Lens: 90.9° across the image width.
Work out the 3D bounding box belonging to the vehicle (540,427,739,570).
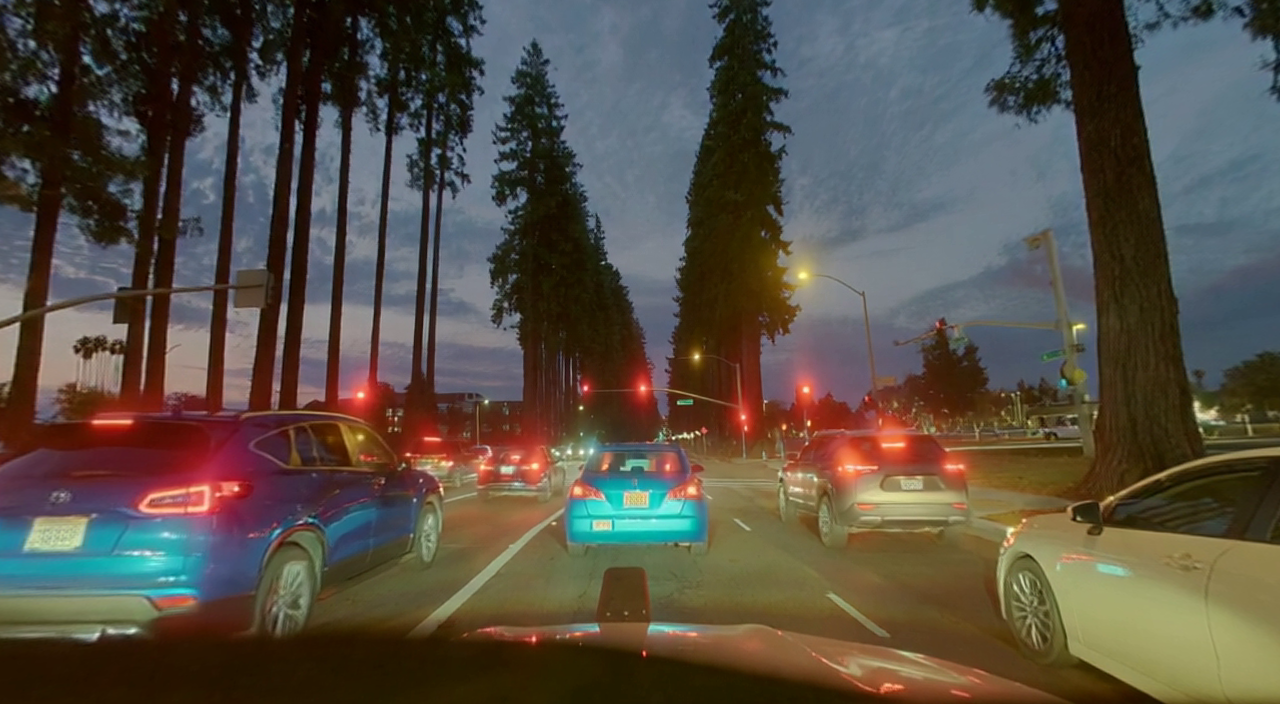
[{"bbox_3d":[-0.022,1.881,8.854,2.147,1.507,3.953,0,-8,-1],"label":"vehicle"}]

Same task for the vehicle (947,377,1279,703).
[{"bbox_3d":[3.321,0.963,2.827,1.899,1.588,3.888,0,-8,0],"label":"vehicle"}]

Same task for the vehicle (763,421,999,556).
[{"bbox_3d":[3.427,2.021,10.084,2.040,1.647,4.379,0,-8,0],"label":"vehicle"}]

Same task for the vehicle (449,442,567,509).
[{"bbox_3d":[-3.064,2.963,15.636,1.975,1.420,4.196,0,-8,1],"label":"vehicle"}]

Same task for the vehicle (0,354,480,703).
[{"bbox_3d":[-3.131,1.226,5.467,2.168,1.750,4.625,-1,-8,1],"label":"vehicle"}]
